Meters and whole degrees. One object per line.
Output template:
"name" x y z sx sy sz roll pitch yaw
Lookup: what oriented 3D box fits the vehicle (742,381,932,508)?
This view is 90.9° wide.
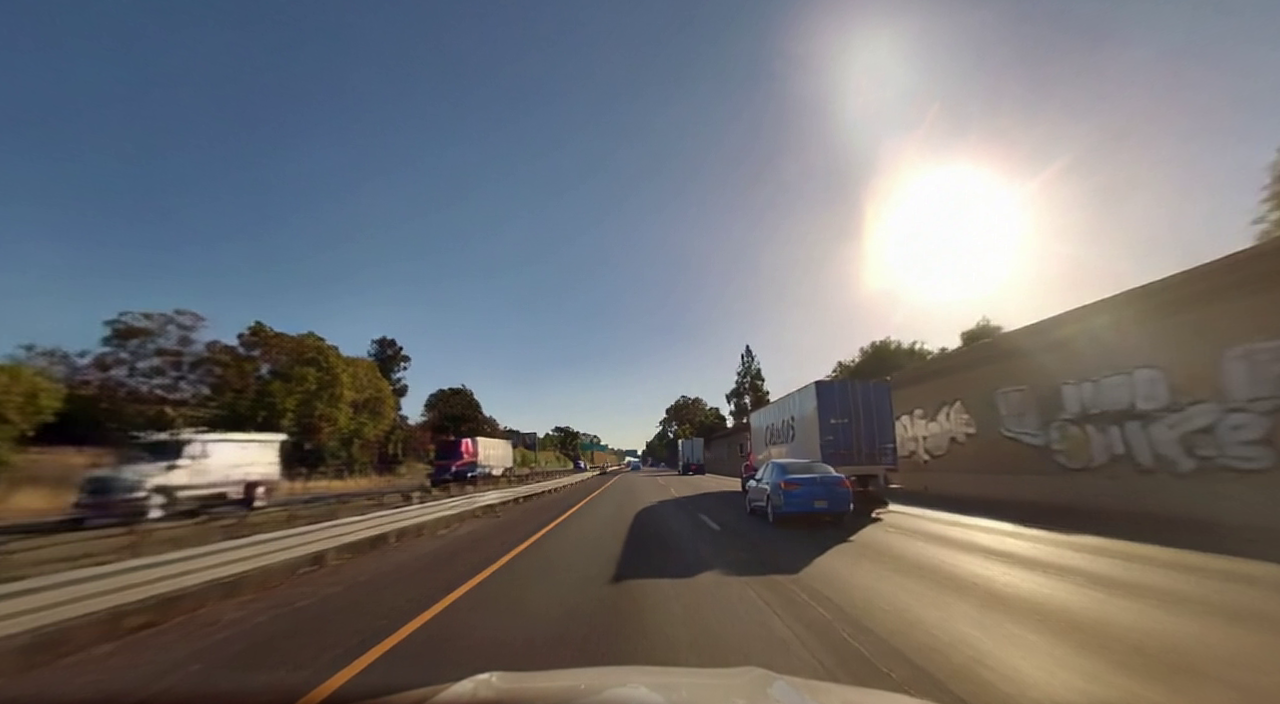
"vehicle" 7.627 4.458 28.587 3.298 4.017 16.824 1 -10 0

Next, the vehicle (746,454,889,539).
"vehicle" 3.676 3.089 13.802 2.011 1.574 3.512 0 -11 -1

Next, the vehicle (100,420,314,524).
"vehicle" -16.250 4.621 24.576 2.940 3.381 7.262 0 -10 1
